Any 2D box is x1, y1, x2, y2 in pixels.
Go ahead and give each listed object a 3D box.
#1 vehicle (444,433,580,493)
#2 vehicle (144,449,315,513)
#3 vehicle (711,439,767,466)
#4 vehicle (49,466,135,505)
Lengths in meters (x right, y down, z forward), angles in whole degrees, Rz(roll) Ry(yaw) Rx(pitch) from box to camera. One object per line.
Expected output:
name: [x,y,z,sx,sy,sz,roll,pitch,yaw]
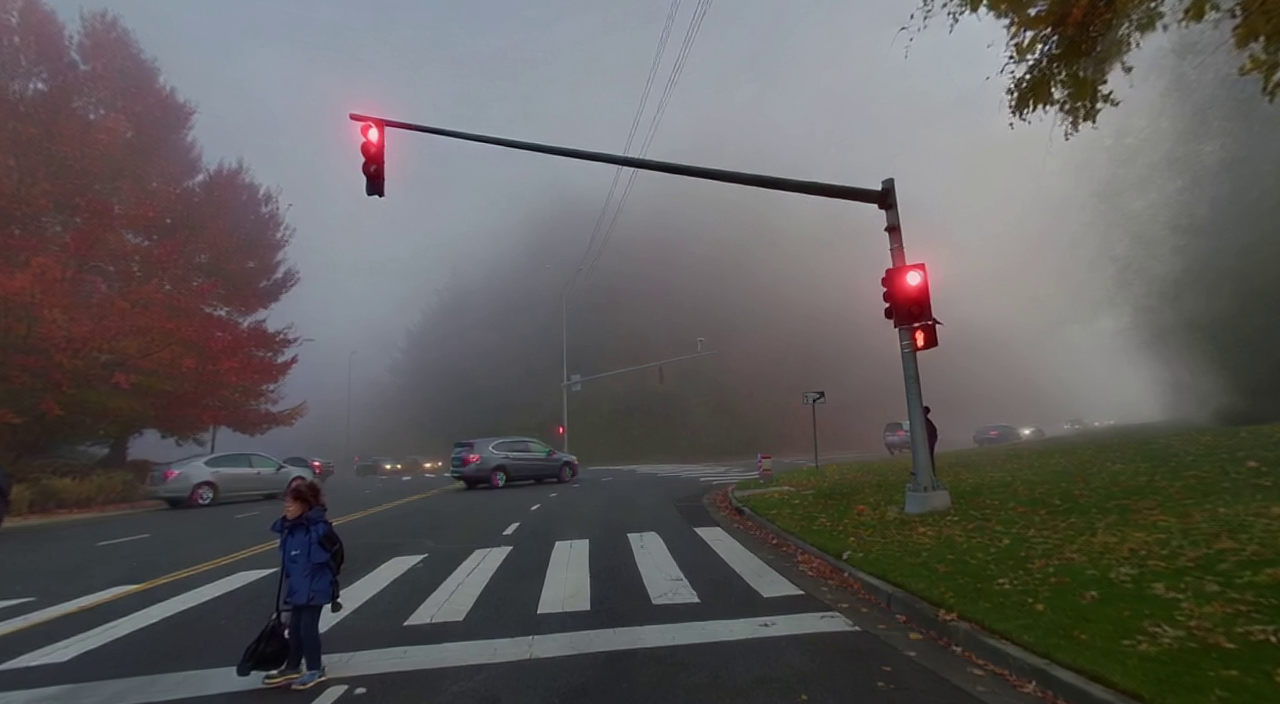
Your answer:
vehicle: [-4.342,3.808,21.851,1.988,1.853,4.314,-7,-11,38]
vehicle: [-12.250,3.807,18.967,1.832,1.674,3.805,-5,-10,27]
vehicle: [7.001,7.023,43.942,1.867,1.743,4.259,-8,-11,40]
vehicle: [-25.429,6.152,29.248,1.694,1.528,4.225,3,-9,-23]
